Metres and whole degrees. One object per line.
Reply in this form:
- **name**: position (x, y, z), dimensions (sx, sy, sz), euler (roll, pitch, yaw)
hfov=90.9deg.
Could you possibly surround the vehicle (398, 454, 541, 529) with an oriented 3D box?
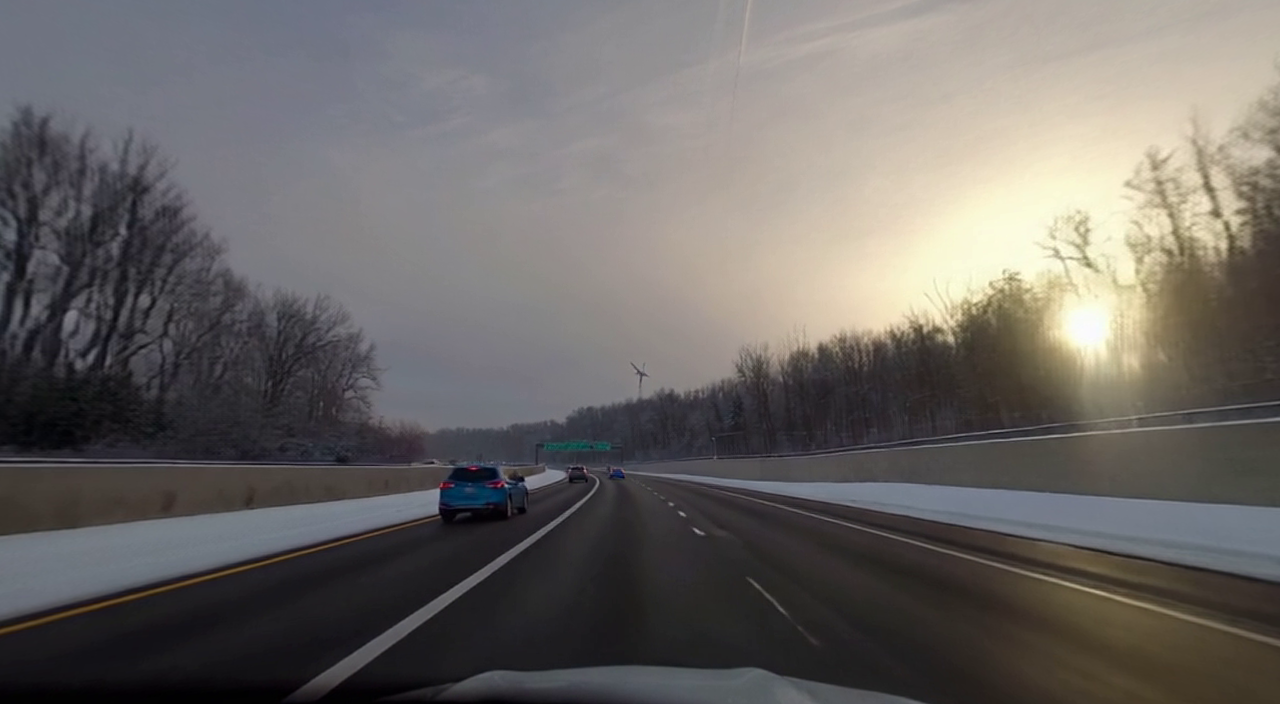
- **vehicle**: position (-4.096, 3.502, 16.223), dimensions (2.328, 1.559, 5.041), euler (1, -11, -1)
